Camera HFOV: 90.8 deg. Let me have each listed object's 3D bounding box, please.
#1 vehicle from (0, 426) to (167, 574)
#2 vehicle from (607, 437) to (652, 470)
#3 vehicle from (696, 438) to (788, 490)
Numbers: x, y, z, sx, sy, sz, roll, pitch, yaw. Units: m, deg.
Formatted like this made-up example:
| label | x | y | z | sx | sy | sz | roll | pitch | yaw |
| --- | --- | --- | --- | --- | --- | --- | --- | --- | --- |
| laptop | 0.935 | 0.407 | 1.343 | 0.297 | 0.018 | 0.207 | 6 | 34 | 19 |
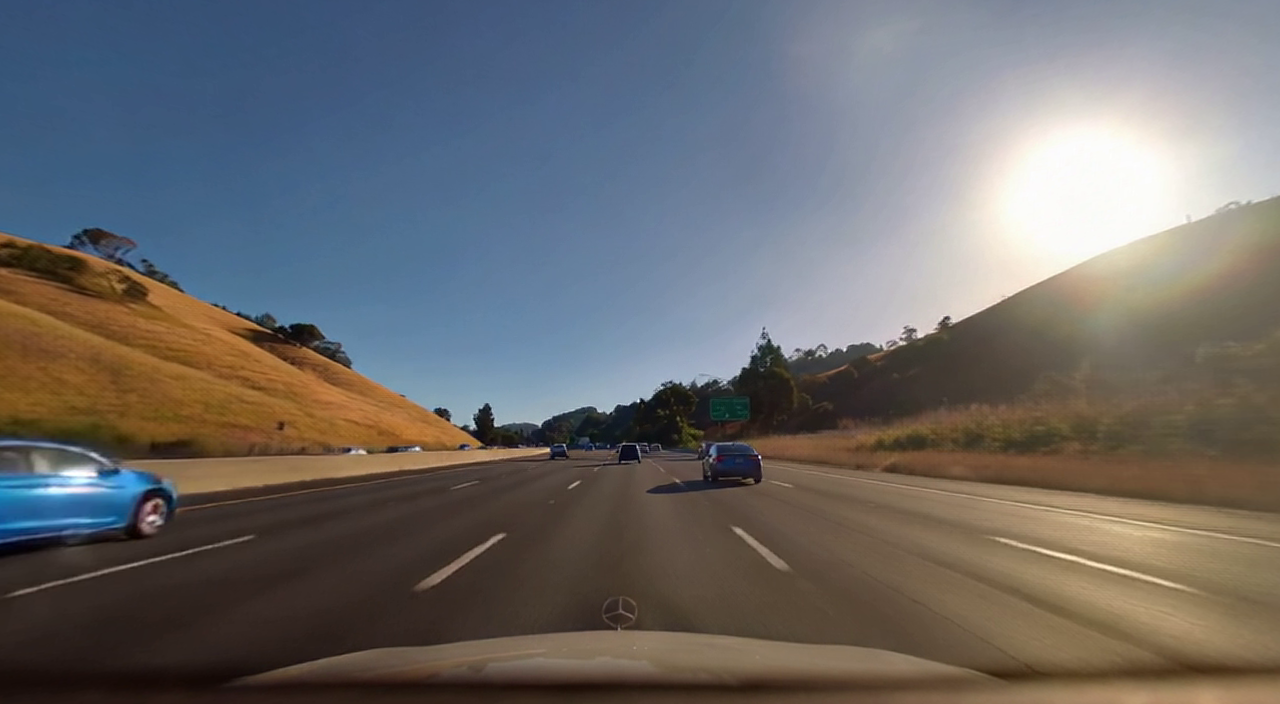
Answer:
| label | x | y | z | sx | sy | sz | roll | pitch | yaw |
| --- | --- | --- | --- | --- | --- | --- | --- | --- | --- |
| vehicle | -7.558 | 1.499 | 6.312 | 1.922 | 1.508 | 4.816 | 0 | -8 | 0 |
| vehicle | -0.554 | 5.503 | 34.517 | 2.277 | 1.675 | 4.023 | 0 | -8 | 0 |
| vehicle | 3.199 | 3.632 | 20.874 | 2.120 | 1.492 | 4.734 | 0 | -8 | -1 |
